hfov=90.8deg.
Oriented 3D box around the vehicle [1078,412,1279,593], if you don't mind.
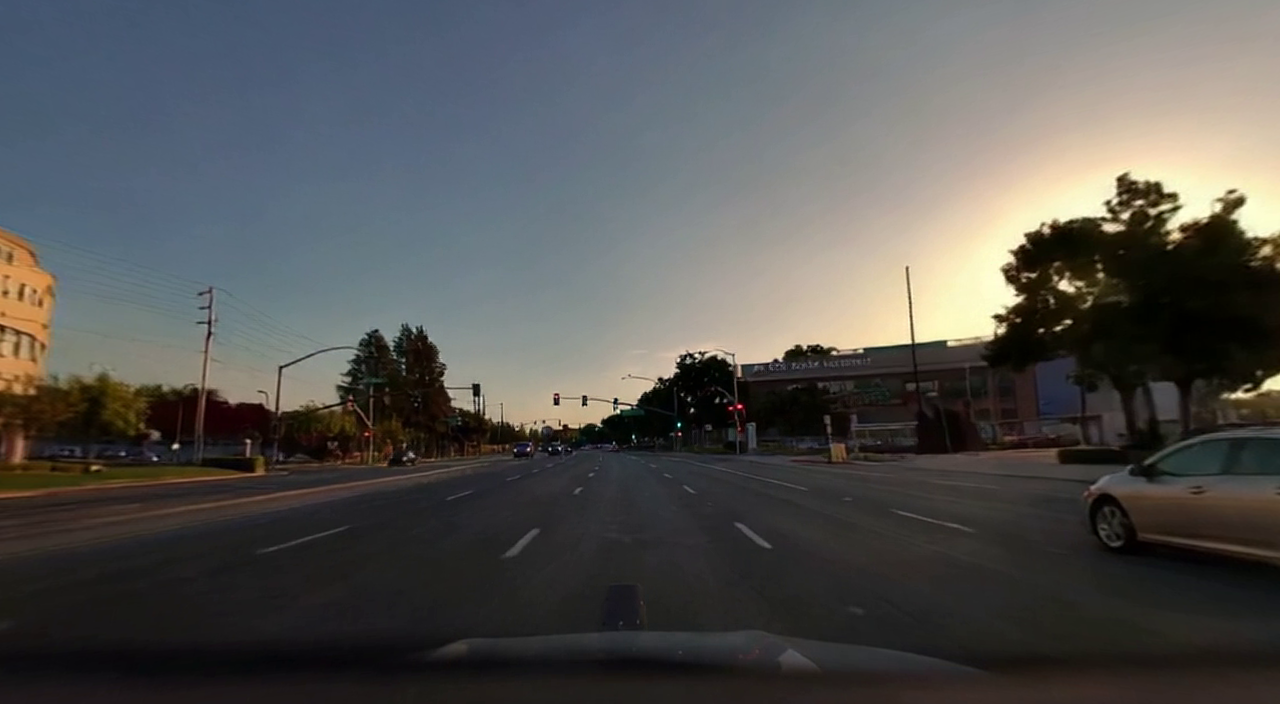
[{"bbox_3d":[6.351,1.253,5.284,2.070,1.491,4.575,0,-8,0],"label":"vehicle"}]
